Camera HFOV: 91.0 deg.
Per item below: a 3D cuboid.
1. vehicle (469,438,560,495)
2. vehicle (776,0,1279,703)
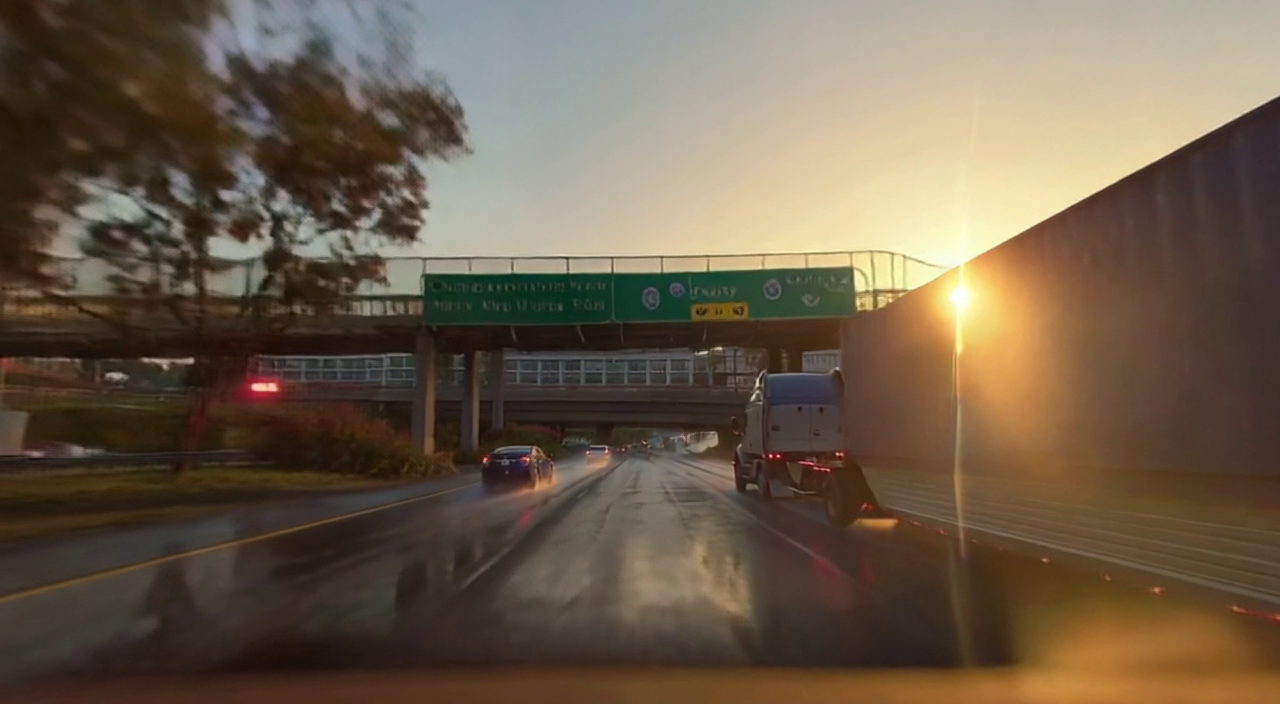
[{"bbox_3d":[-3.675,3.432,19.188,1.954,1.528,4.010,0,-9,0],"label":"vehicle"},{"bbox_3d":[3.961,0.028,4.977,2.893,3.992,13.605,0,-9,1],"label":"vehicle"}]
